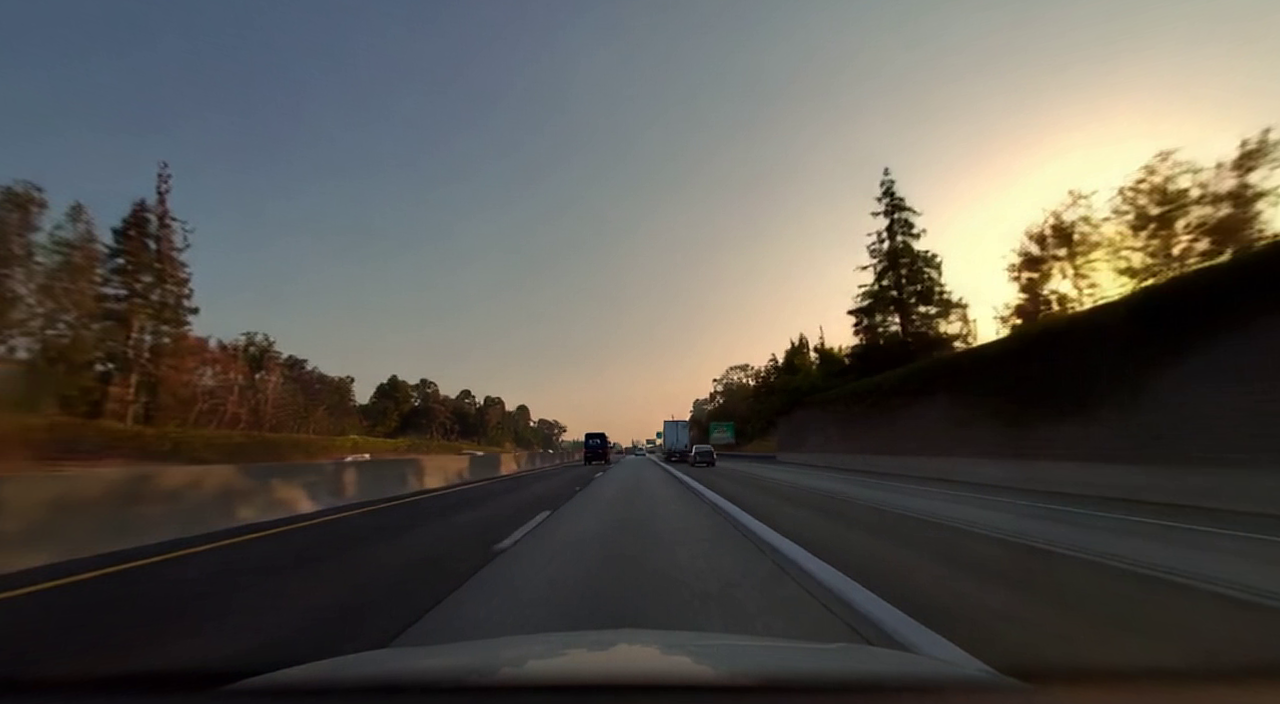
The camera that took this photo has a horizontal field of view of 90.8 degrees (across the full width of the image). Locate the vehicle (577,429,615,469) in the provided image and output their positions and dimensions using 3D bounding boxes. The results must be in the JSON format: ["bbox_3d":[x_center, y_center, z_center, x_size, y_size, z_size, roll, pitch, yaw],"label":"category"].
[{"bbox_3d":[-3.095,7.074,46.073,2.380,2.648,6.879,0,-9,-1],"label":"vehicle"}]

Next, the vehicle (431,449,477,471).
[{"bbox_3d":[-13.022,7.582,44.440,1.931,1.484,4.452,0,-9,0],"label":"vehicle"}]

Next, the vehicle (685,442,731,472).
[{"bbox_3d":[3.900,6.119,37.013,2.066,1.638,4.158,0,-9,-2],"label":"vehicle"}]

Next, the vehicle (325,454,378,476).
[{"bbox_3d":[-20.698,8.142,45.467,1.805,1.454,4.182,0,-9,1],"label":"vehicle"}]
